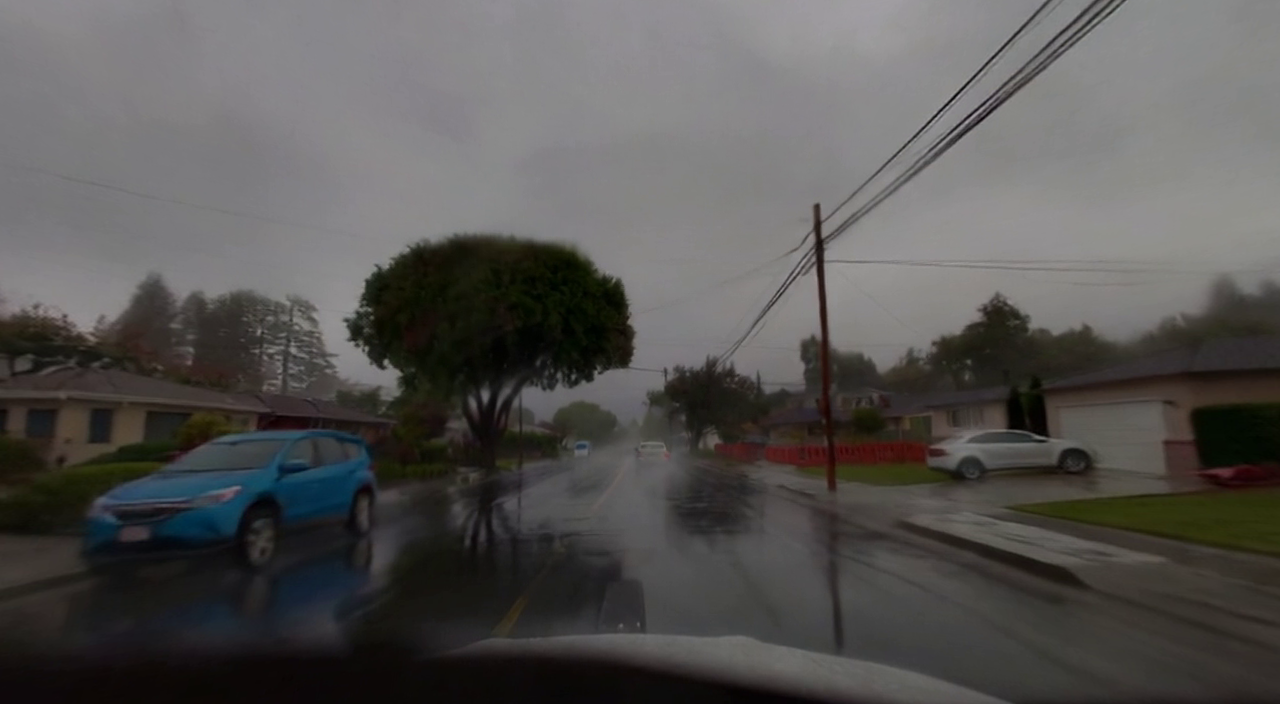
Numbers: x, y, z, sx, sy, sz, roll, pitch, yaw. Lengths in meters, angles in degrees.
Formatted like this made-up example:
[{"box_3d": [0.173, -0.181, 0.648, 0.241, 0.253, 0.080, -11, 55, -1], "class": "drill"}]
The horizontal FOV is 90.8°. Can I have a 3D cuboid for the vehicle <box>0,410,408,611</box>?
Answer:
[{"box_3d": [-5.140, 1.866, 8.558, 2.126, 1.816, 4.796, -3, -8, 1], "class": "vehicle"}]

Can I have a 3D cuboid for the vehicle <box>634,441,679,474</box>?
[{"box_3d": [0.725, 4.967, 29.957, 2.000, 1.449, 4.006, 0, -9, 0], "class": "vehicle"}]

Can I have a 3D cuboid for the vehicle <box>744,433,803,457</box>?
[{"box_3d": [10.073, 7.051, 47.747, 4.009, 1.747, 1.839, -1, -9, 0], "class": "vehicle"}]

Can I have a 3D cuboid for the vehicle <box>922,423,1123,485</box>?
[{"box_3d": [11.080, 2.988, 18.555, 4.592, 1.489, 1.919, -3, -8, -1], "class": "vehicle"}]
